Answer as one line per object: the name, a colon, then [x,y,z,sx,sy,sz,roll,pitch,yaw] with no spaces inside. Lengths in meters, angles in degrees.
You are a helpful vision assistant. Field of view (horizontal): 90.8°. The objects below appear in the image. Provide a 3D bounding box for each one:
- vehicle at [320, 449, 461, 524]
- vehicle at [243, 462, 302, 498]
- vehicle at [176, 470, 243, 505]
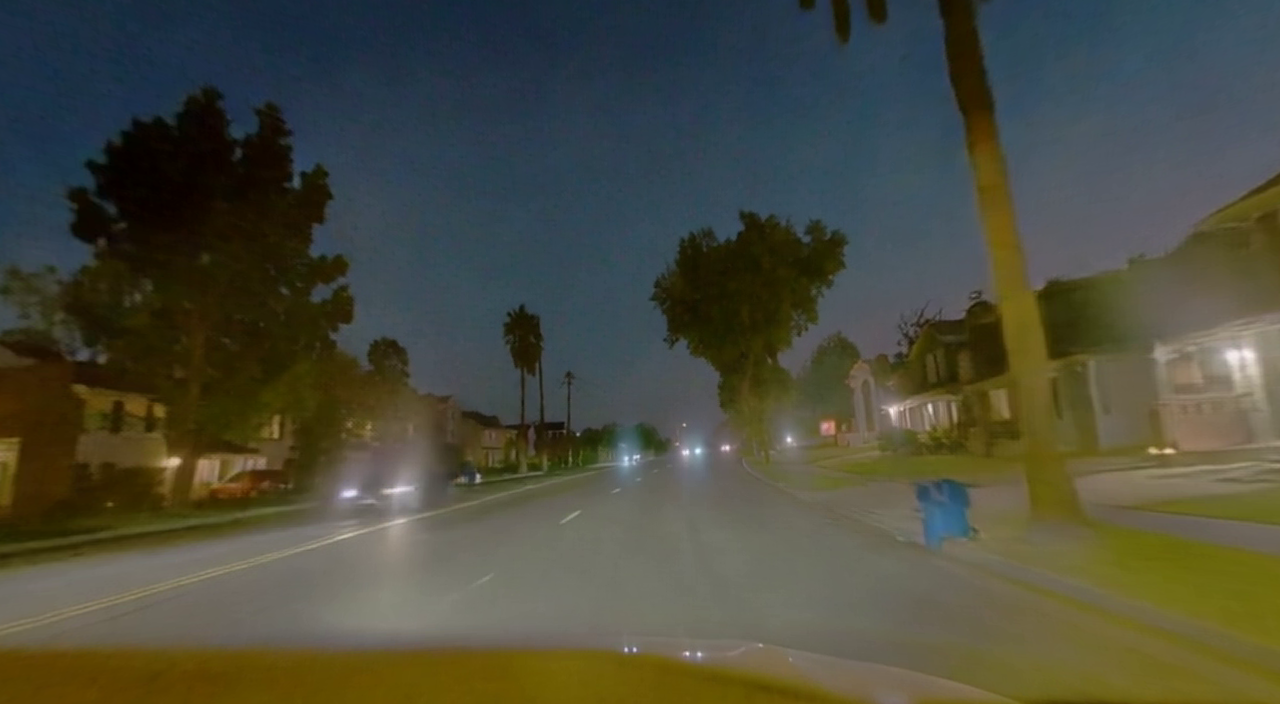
vehicle: [-6.486,3.482,16.976,1.746,1.503,4.400,-8,-9,2]
vehicle: [-21.589,7.482,37.304,2.075,1.846,4.684,3,-9,-19]
vehicle: [-22.004,6.863,32.212,4.461,1.477,1.862,-8,-12,44]
